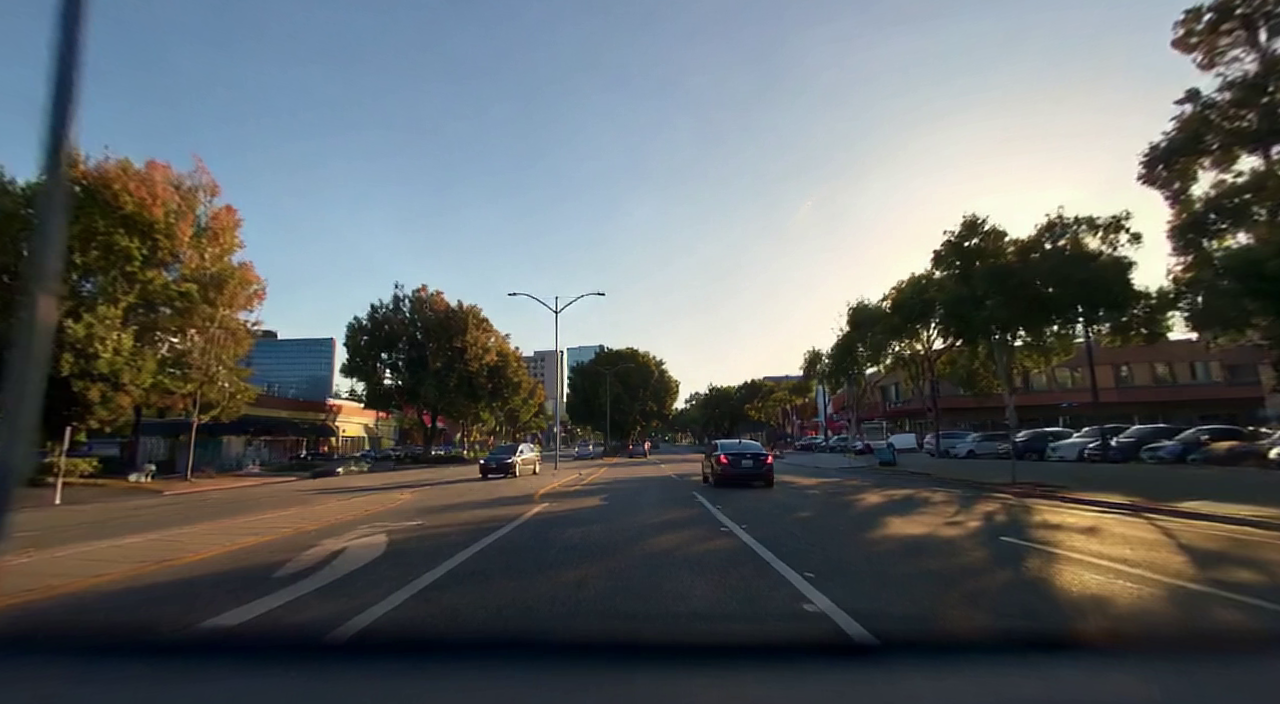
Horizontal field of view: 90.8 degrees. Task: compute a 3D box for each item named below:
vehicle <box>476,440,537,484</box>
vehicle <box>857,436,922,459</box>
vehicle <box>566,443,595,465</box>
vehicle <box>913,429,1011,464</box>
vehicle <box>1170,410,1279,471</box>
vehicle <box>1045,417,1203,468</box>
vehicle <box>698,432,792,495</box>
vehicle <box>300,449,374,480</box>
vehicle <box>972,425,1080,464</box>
[{"bbox_3d":[-5.370,4.285,24.955,2.053,1.555,4.296,2,-9,-15],"label":"vehicle"},{"bbox_3d":[18.707,7.147,47.367,4.524,1.653,2.109,5,-10,-30],"label":"vehicle"},{"bbox_3d":[-4.401,7.477,46.240,1.905,1.471,4.302,-1,-9,-8],"label":"vehicle"},{"bbox_3d":[16.967,5.043,33.671,2.280,1.699,5.098,0,-8,-4],"label":"vehicle"},{"bbox_3d":[17.926,2.451,17.632,1.950,1.594,4.625,-1,-9,-5],"label":"vehicle"},{"bbox_3d":[17.391,3.322,23.096,1.889,1.656,4.693,0,-8,-2],"label":"vehicle"},{"bbox_3d":[3.051,3.349,19.323,1.963,1.677,4.229,0,-8,-2],"label":"vehicle"},{"bbox_3d":[-17.058,6.344,35.845,1.947,1.504,4.672,-3,-8,0],"label":"vehicle"},{"bbox_3d":[17.210,4.192,28.517,1.779,1.505,4.847,-2,-9,0],"label":"vehicle"}]
